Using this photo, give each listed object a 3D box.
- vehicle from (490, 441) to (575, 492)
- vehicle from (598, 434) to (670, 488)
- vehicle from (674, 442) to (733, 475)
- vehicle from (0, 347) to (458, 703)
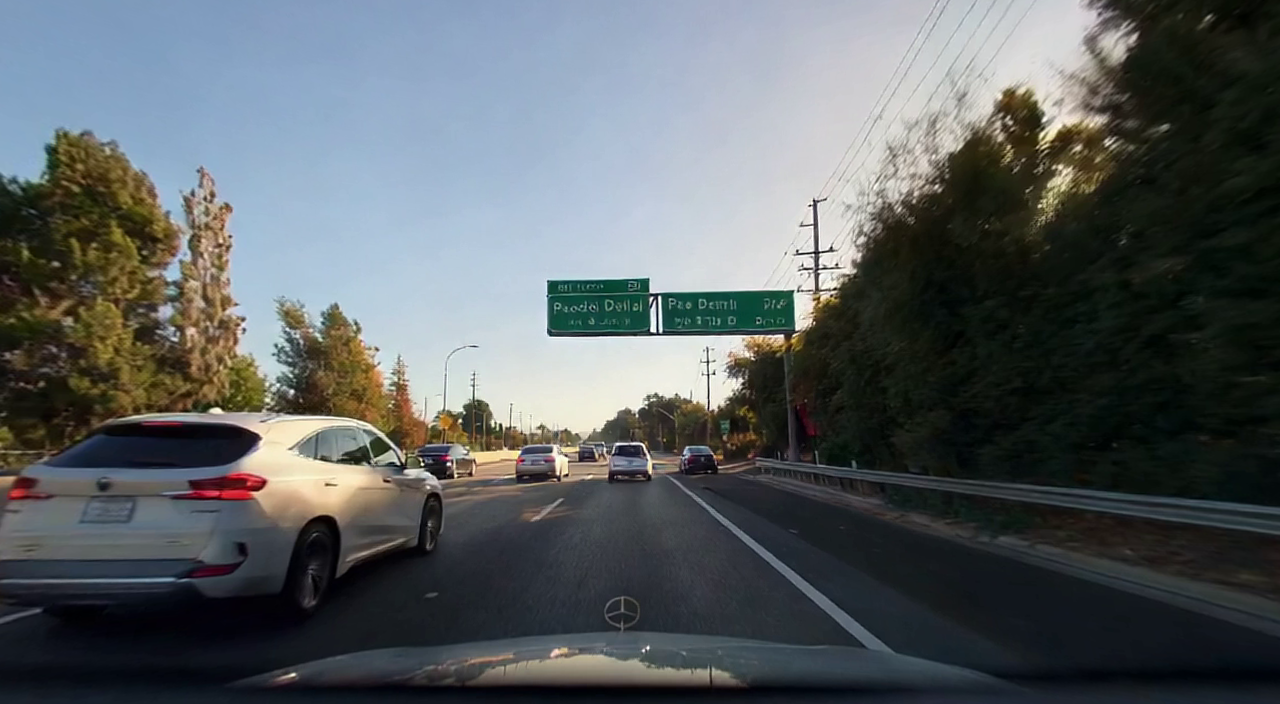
[{"bbox_3d":[-3.357,3.648,20.581,1.958,1.447,4.454,0,-8,0],"label":"vehicle"},{"bbox_3d":[-0.219,3.765,22.230,2.284,1.699,4.168,0,-8,-1],"label":"vehicle"},{"bbox_3d":[2.964,5.087,30.550,2.197,1.464,4.356,0,-8,-3],"label":"vehicle"},{"bbox_3d":[-3.251,1.175,4.895,2.277,1.728,4.661,0,-8,0],"label":"vehicle"}]
